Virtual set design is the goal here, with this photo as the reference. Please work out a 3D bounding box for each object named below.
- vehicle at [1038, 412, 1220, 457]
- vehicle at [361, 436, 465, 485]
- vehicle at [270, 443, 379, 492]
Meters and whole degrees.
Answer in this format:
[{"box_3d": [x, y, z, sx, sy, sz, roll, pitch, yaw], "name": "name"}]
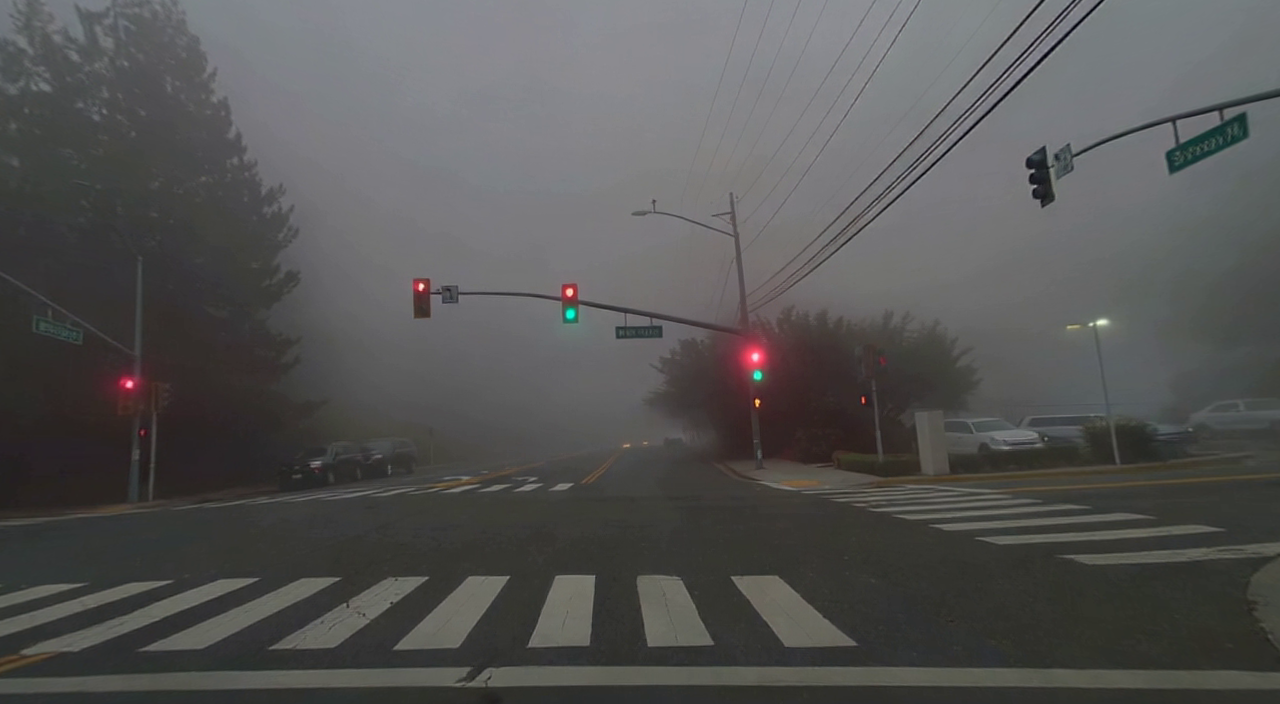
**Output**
[{"box_3d": [16.903, 2.912, 22.131, 4.560, 1.453, 1.851, -3, -9, 18], "name": "vehicle"}, {"box_3d": [-10.156, 4.925, 28.989, 2.664, 1.940, 5.702, -1, -9, 0], "name": "vehicle"}, {"box_3d": [-13.789, 5.060, 28.063, 2.306, 1.957, 4.968, 0, -9, -1], "name": "vehicle"}]
